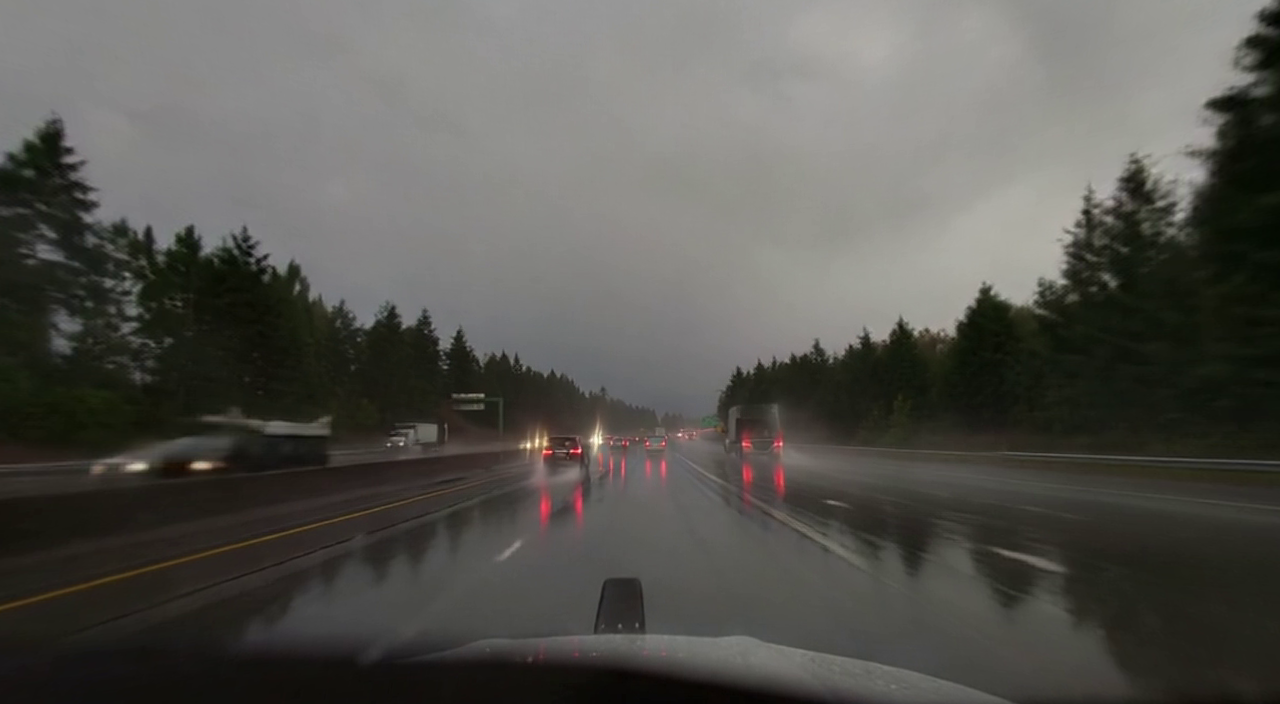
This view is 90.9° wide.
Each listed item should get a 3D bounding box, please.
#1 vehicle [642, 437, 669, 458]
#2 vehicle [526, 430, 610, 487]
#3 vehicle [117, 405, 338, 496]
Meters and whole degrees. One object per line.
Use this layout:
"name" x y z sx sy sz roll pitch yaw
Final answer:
"vehicle" 1.171 7.302 48.341 2.004 1.465 3.842 0 -8 1
"vehicle" -2.211 3.389 20.492 2.137 1.618 4.209 0 -8 1
"vehicle" -11.659 2.852 18.637 2.310 2.226 6.079 0 -8 1
